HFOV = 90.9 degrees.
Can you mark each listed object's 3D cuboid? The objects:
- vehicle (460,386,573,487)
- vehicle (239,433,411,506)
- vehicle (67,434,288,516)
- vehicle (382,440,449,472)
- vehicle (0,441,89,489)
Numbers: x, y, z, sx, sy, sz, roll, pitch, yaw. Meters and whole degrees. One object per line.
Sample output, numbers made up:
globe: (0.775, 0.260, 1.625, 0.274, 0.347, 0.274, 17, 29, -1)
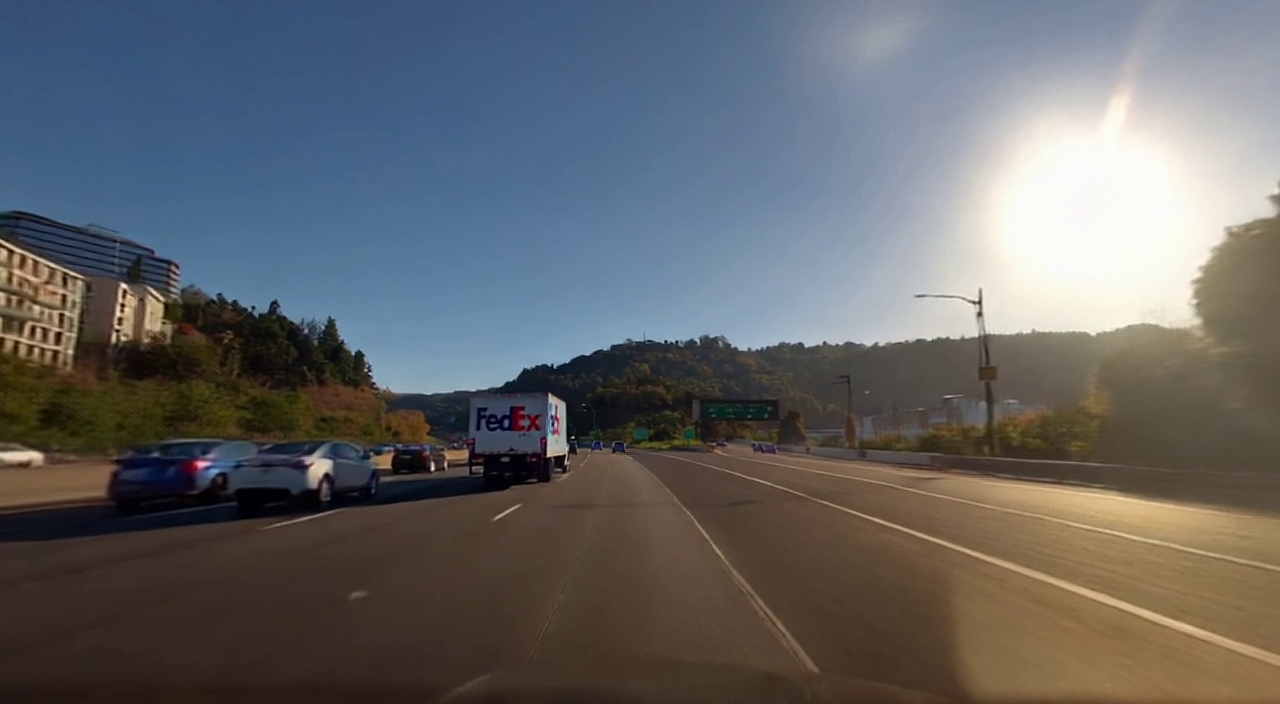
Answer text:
vehicle: (-4.346, 3.223, 23.986, 2.798, 3.212, 7.573, 0, -8, 0)
vehicle: (-7.939, 2.970, 16.543, 2.143, 1.628, 4.559, 0, -8, 0)
vehicle: (-11.496, 3.006, 16.267, 2.021, 1.669, 4.794, 3, -7, 0)
vehicle: (-12.044, 5.584, 34.144, 1.981, 1.607, 4.703, 0, -8, -1)
vehicle: (-20.447, 3.573, 20.152, 1.837, 1.467, 4.280, 0, -8, -1)
